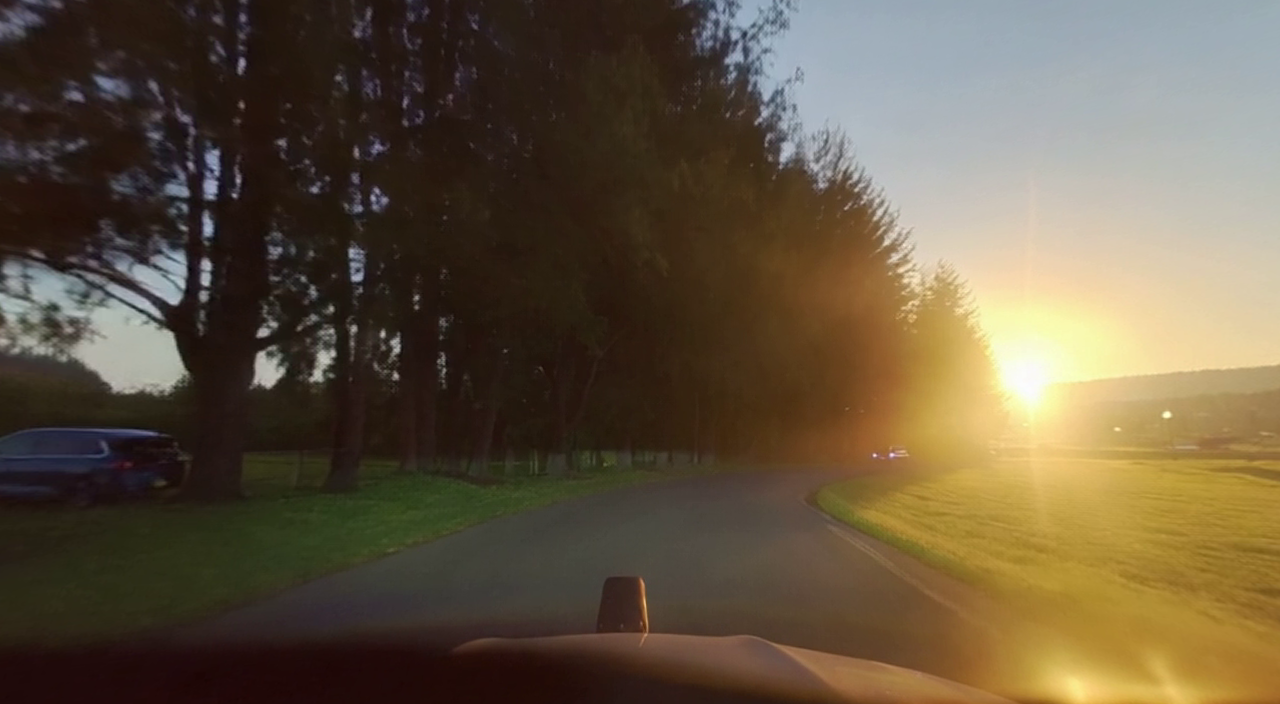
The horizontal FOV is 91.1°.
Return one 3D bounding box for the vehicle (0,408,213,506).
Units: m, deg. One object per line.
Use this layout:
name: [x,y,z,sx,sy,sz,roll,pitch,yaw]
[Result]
vehicle: [-10.842,1.918,11.600,4.594,1.607,1.873,-1,-8,5]
